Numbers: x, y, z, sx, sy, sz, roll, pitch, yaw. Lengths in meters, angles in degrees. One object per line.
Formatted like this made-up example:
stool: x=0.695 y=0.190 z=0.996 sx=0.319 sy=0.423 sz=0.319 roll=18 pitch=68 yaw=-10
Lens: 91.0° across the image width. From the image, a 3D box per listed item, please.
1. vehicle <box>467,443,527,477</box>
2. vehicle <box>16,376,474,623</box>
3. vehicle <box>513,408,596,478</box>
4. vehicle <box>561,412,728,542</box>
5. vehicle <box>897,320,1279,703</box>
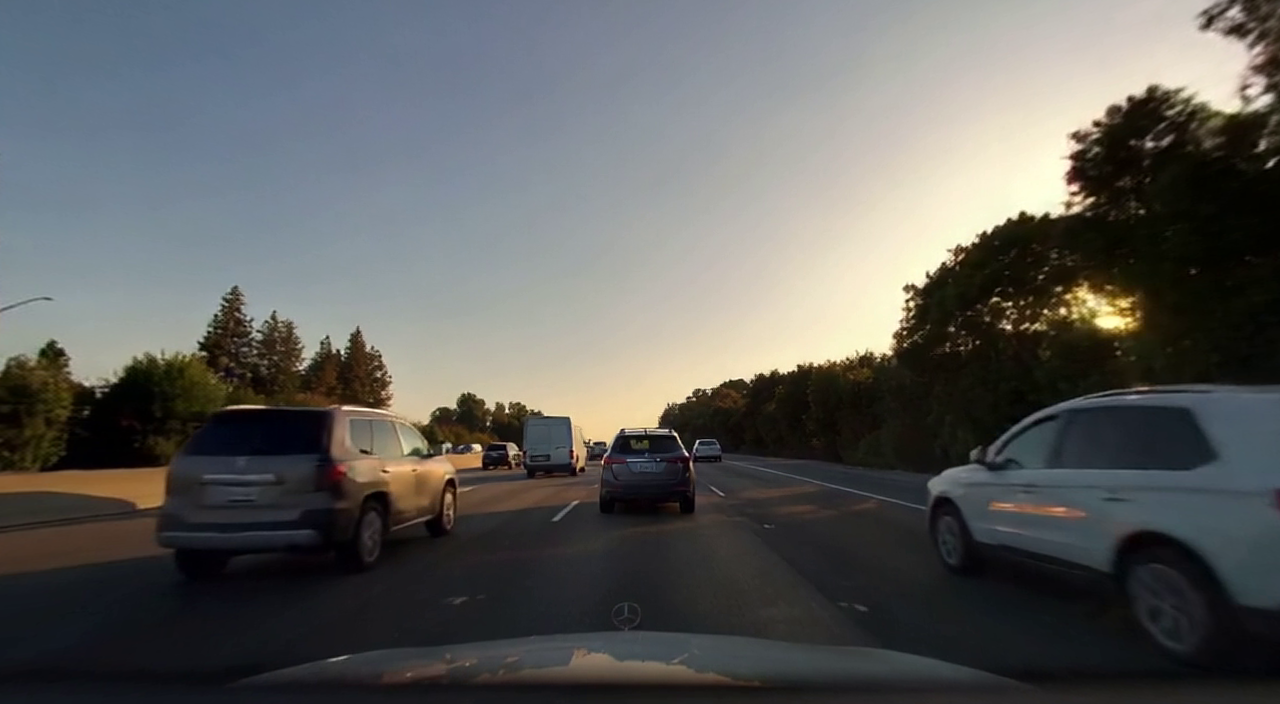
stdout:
vehicle: x=-6.829 y=5.183 z=30.473 sx=1.877 sy=1.490 sz=4.141 roll=0 pitch=-8 yaw=1
vehicle: x=-3.473 y=1.395 z=6.835 sx=2.142 sy=1.808 sz=4.266 roll=0 pitch=-8 yaw=0
vehicle: x=-3.124 y=3.530 z=24.450 sx=2.359 sy=2.399 sz=5.500 roll=0 pitch=-8 yaw=1
vehicle: x=0.040 y=1.983 z=10.559 sx=2.223 sy=1.722 sz=4.177 roll=0 pitch=-8 yaw=0
vehicle: x=3.854 y=0.995 z=4.120 sx=2.175 sy=1.830 sz=5.173 roll=0 pitch=-8 yaw=0
